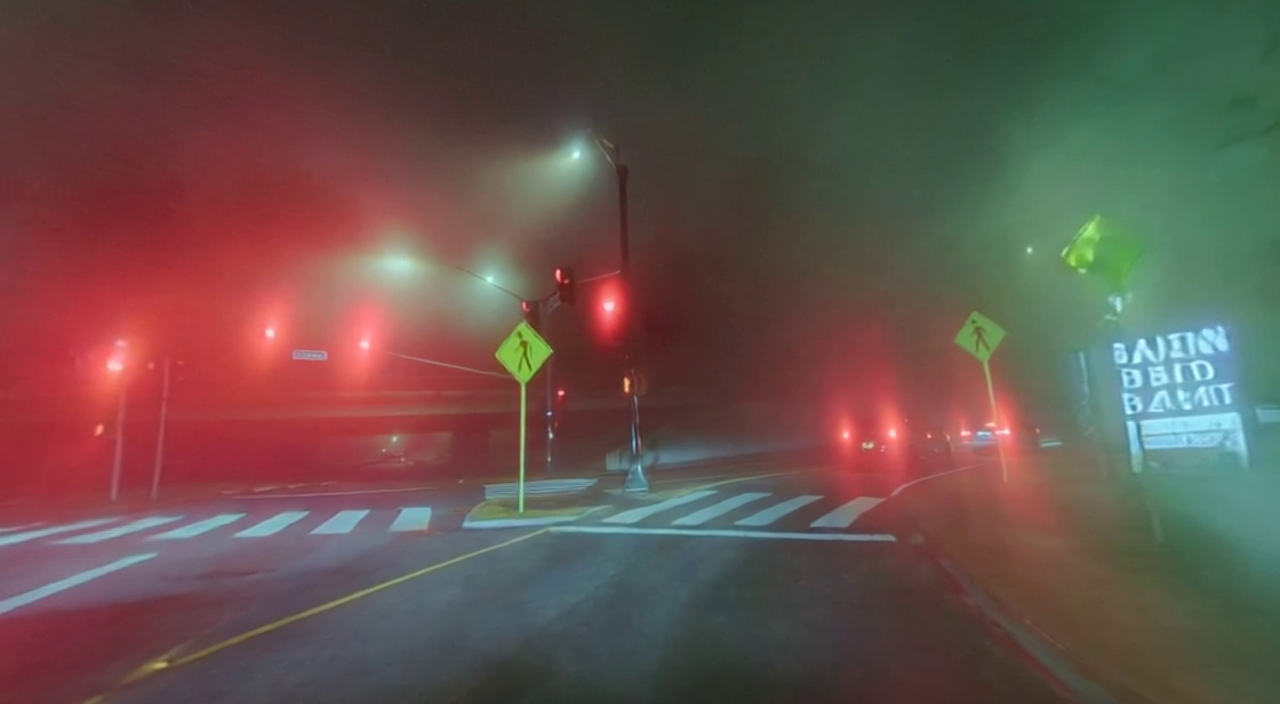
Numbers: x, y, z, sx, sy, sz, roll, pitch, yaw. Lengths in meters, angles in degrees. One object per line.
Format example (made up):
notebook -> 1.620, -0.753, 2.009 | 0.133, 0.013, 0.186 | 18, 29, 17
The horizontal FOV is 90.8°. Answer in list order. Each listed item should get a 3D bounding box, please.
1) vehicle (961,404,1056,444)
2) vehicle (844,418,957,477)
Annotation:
vehicle -> 19.522, 3.891, 33.417 | 5.144, 1.954, 2.122 | 5, -10, -33
vehicle -> 8.144, 2.955, 19.584 | 1.908, 1.622, 4.166 | -7, -11, 41
